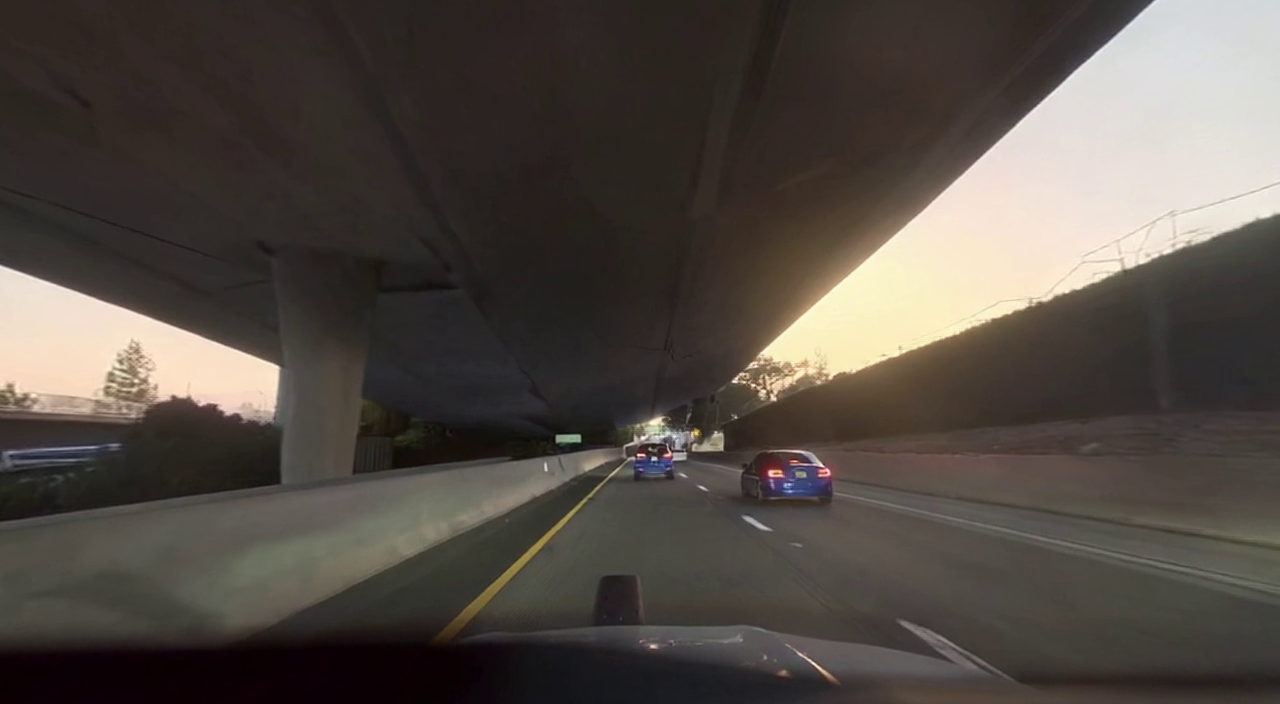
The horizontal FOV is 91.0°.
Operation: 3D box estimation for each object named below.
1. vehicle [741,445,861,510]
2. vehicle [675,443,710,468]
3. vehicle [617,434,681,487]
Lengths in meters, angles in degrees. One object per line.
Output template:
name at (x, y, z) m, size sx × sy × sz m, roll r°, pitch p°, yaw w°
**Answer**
vehicle at (4.103, 3.244, 16.827) m, size 2.047 × 1.500 × 4.017 m, roll 1°, pitch -9°, yaw -2°
vehicle at (3.661, 7.309, 44.633) m, size 2.047 × 1.700 × 4.069 m, roll 0°, pitch -9°, yaw -1°
vehicle at (0.308, 4.190, 24.635) m, size 2.264 × 1.841 × 4.583 m, roll 0°, pitch -9°, yaw -1°
